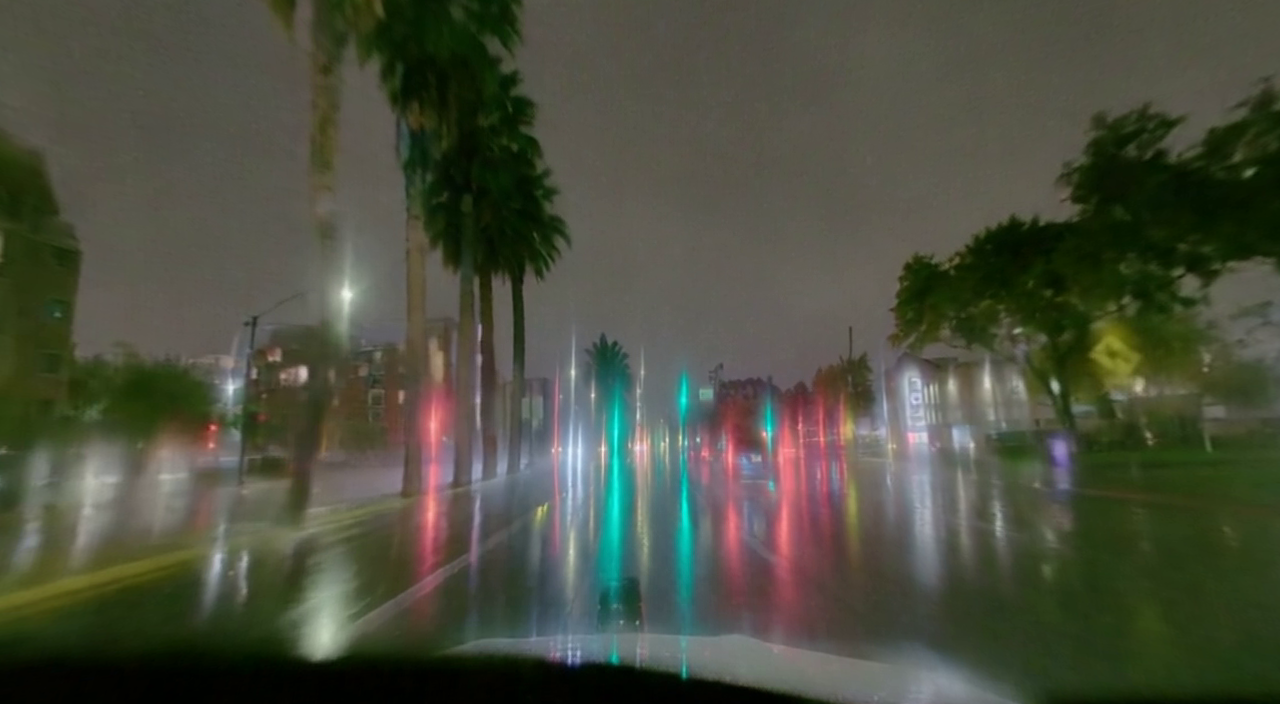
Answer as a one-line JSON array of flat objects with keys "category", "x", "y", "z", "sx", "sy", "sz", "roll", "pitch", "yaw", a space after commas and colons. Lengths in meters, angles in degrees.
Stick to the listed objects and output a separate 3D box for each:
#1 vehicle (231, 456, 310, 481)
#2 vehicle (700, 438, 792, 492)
[{"category": "vehicle", "x": -26.748, "y": 8.431, "z": 45.790, "sx": 4.558, "sy": 1.718, "sz": 2.151, "roll": -2, "pitch": -8, "yaw": 9}, {"category": "vehicle", "x": 3.099, "y": 3.403, "z": 19.428, "sx": 1.964, "sy": 1.448, "sz": 4.295, "roll": 0, "pitch": -8, "yaw": -1}]
